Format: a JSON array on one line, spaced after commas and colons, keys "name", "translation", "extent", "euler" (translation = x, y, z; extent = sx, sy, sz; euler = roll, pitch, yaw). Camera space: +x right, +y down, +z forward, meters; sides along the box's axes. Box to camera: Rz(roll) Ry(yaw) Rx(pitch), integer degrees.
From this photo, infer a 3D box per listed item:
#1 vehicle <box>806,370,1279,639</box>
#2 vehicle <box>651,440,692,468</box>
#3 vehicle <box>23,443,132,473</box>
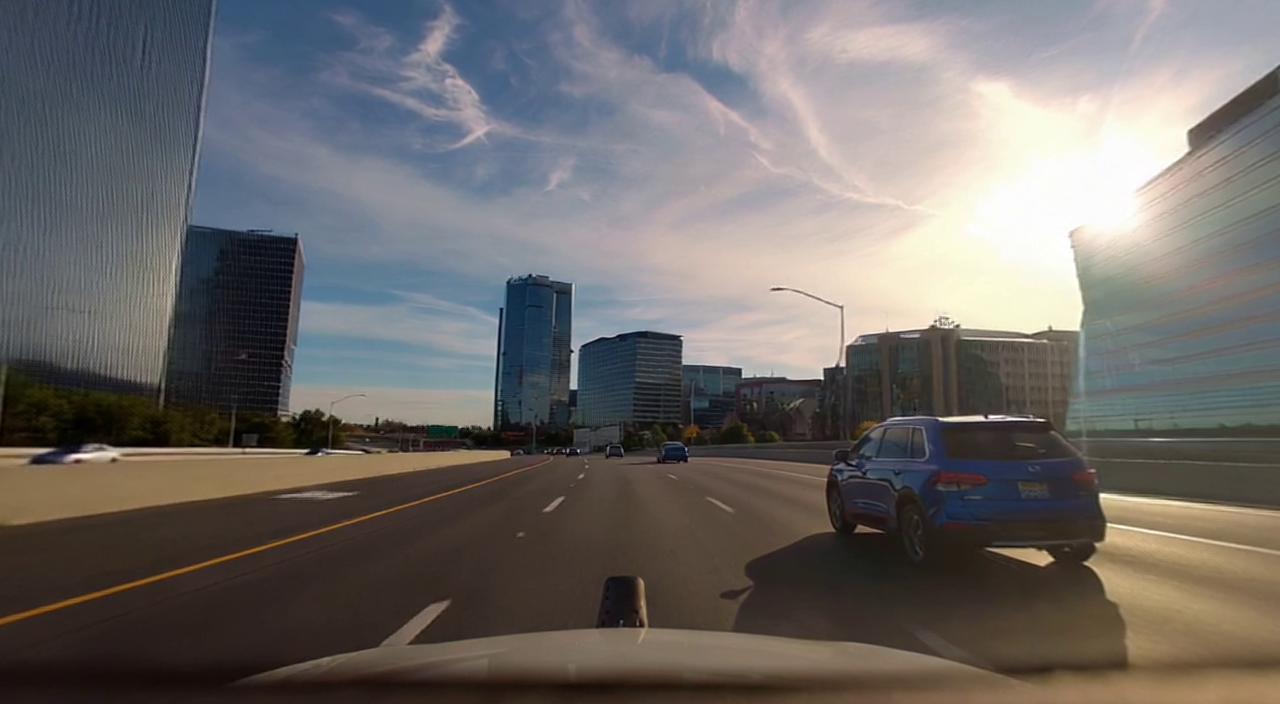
[{"name": "vehicle", "translation": [3.473, 1.353, 6.587], "extent": [2.182, 1.826, 4.392], "euler": [0, -8, -1]}, {"name": "vehicle", "translation": [2.066, 6.863, 42.646], "extent": [2.110, 1.780, 4.682], "euler": [1, -8, -5]}, {"name": "vehicle", "translation": [-39.407, 7.435, 44.551], "extent": [2.252, 1.919, 5.983], "euler": [0, -8, -1]}]
